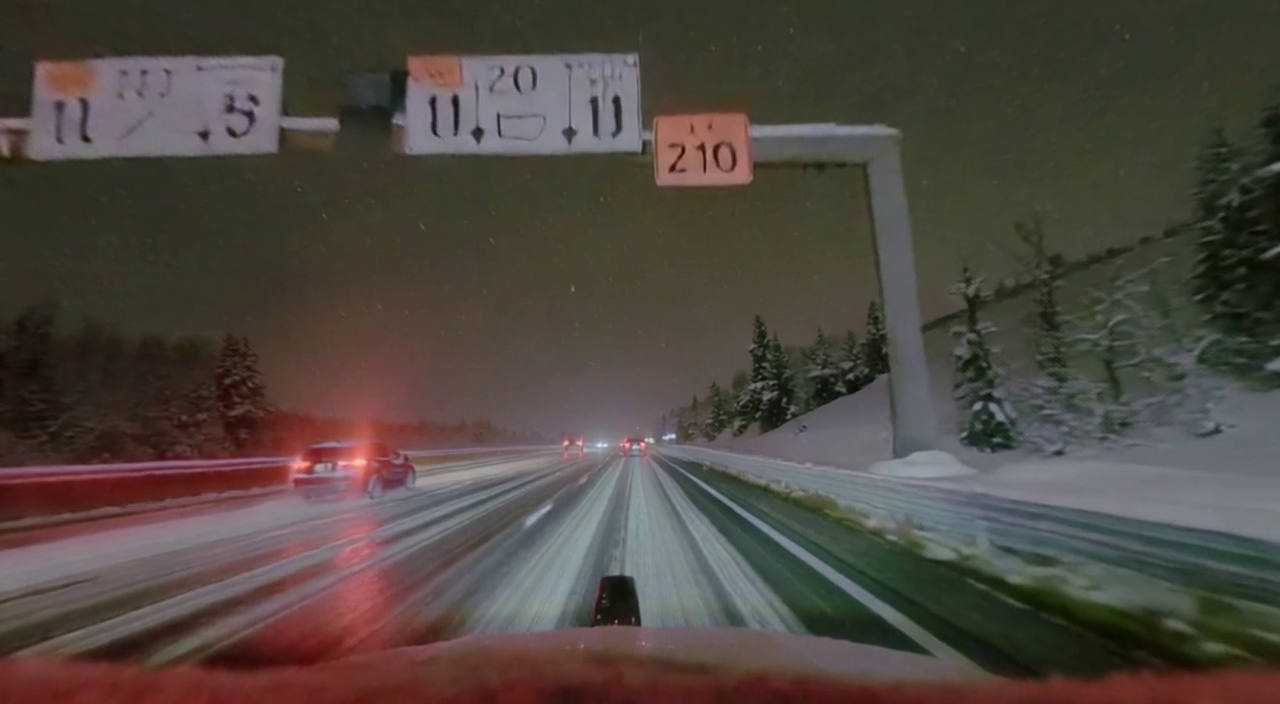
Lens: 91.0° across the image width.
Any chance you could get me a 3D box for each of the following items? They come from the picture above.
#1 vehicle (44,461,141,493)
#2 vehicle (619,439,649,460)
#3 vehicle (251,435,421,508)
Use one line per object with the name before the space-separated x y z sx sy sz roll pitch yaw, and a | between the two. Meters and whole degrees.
vehicle | -27.302 6.221 31.563 1.637 1.384 3.701 0 -8 -3
vehicle | -0.419 7.023 45.462 2.072 1.440 3.690 0 -8 -1
vehicle | -7.272 2.868 15.741 1.939 1.504 4.727 0 -8 -1
